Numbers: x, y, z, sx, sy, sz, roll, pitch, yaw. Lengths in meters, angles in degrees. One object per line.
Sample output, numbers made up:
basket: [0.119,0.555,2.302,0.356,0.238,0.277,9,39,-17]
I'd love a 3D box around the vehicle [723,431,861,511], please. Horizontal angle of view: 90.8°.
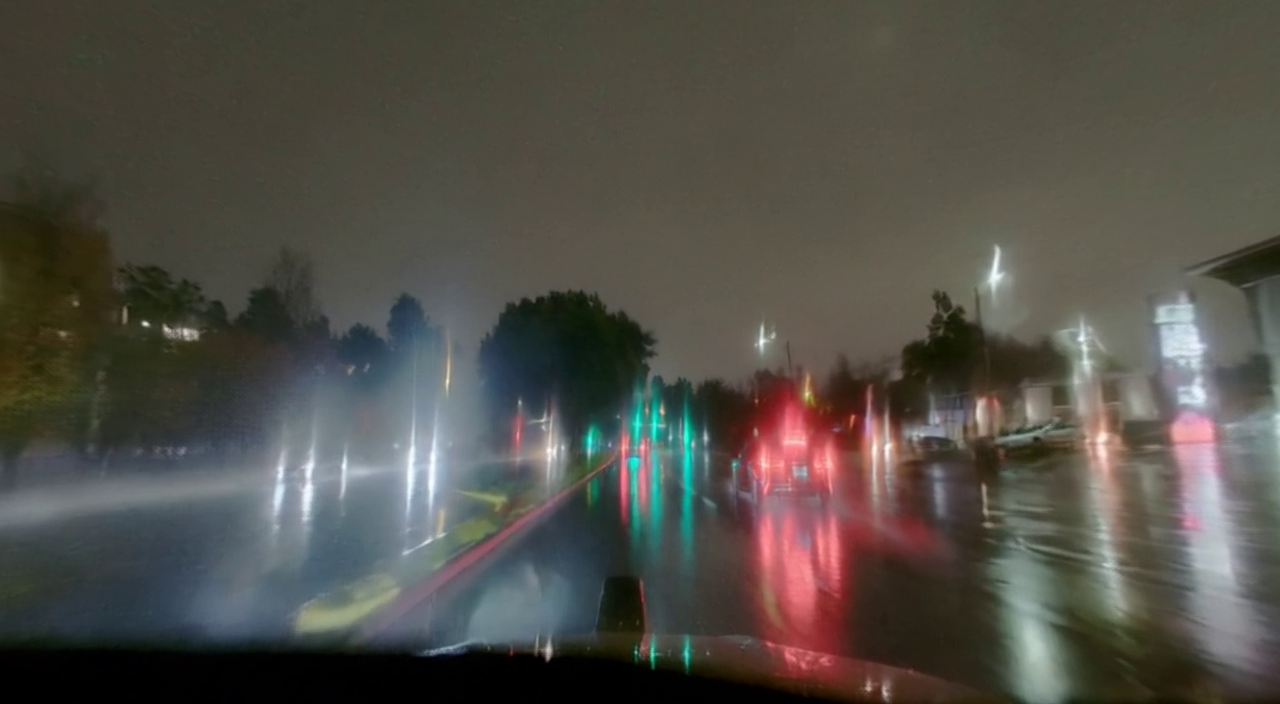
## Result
vehicle: [3.388,2.753,15.197,1.995,1.616,4.729,0,-8,-2]

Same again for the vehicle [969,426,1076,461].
vehicle: [20.018,4.801,33.170,4.376,1.735,1.854,0,-8,-2]

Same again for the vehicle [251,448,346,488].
vehicle: [-16.566,5.621,30.969,2.032,1.728,4.633,0,-8,0]

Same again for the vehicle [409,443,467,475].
vehicle: [-12.556,6.645,39.533,2.063,1.812,4.502,0,-8,1]

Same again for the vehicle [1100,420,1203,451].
vehicle: [32.383,5.293,40.117,4.597,1.886,2.143,0,-8,0]
